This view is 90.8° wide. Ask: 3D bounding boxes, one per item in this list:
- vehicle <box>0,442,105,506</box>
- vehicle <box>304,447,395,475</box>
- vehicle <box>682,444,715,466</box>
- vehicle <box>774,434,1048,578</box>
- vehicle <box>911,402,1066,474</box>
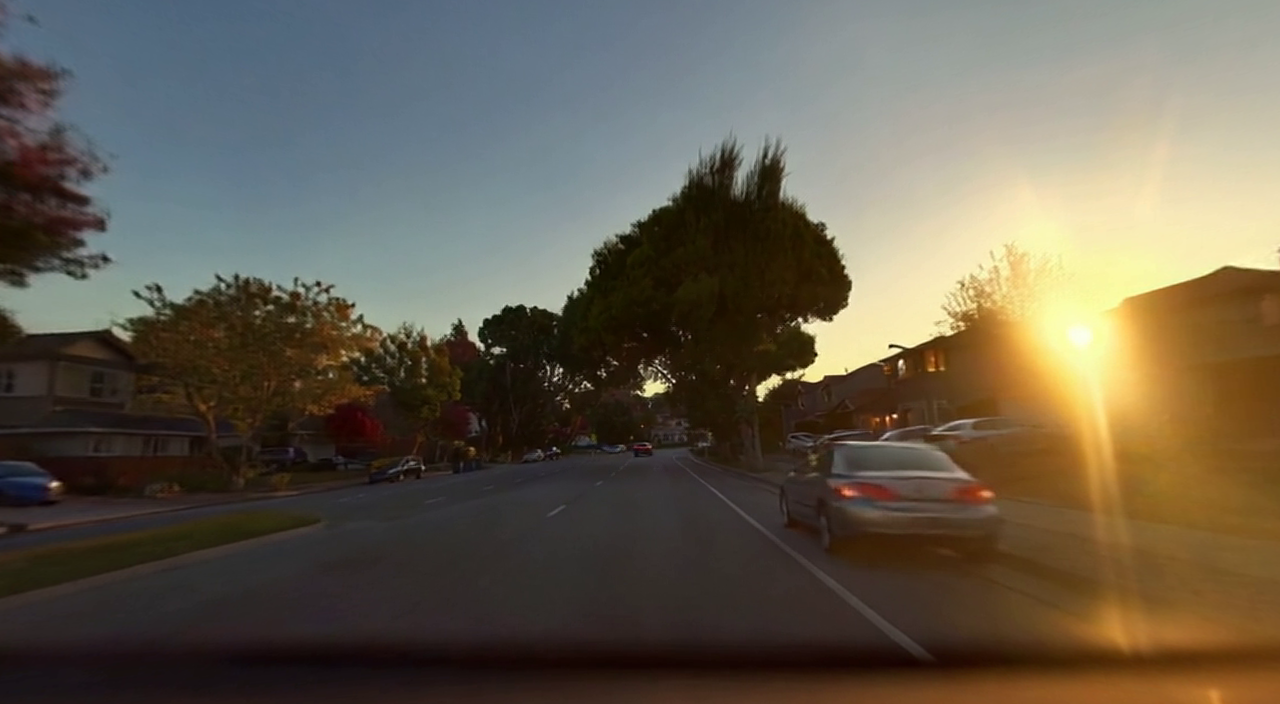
[{"bbox_3d":[-20.871,3.925,20.679,4.691,1.810,2.079,2,-8,1],"label":"vehicle"},{"bbox_3d":[-19.524,7.345,42.543,5.044,1.782,2.152,0,-8,3],"label":"vehicle"},{"bbox_3d":[4.296,7.678,47.203,2.104,1.524,4.524,1,-8,1],"label":"vehicle"},{"bbox_3d":[3.273,1.915,8.746,2.016,1.477,4.207,0,-8,2],"label":"vehicle"},{"bbox_3d":[11.151,2.714,20.169,4.591,1.867,2.057,0,-9,-31],"label":"vehicle"}]
